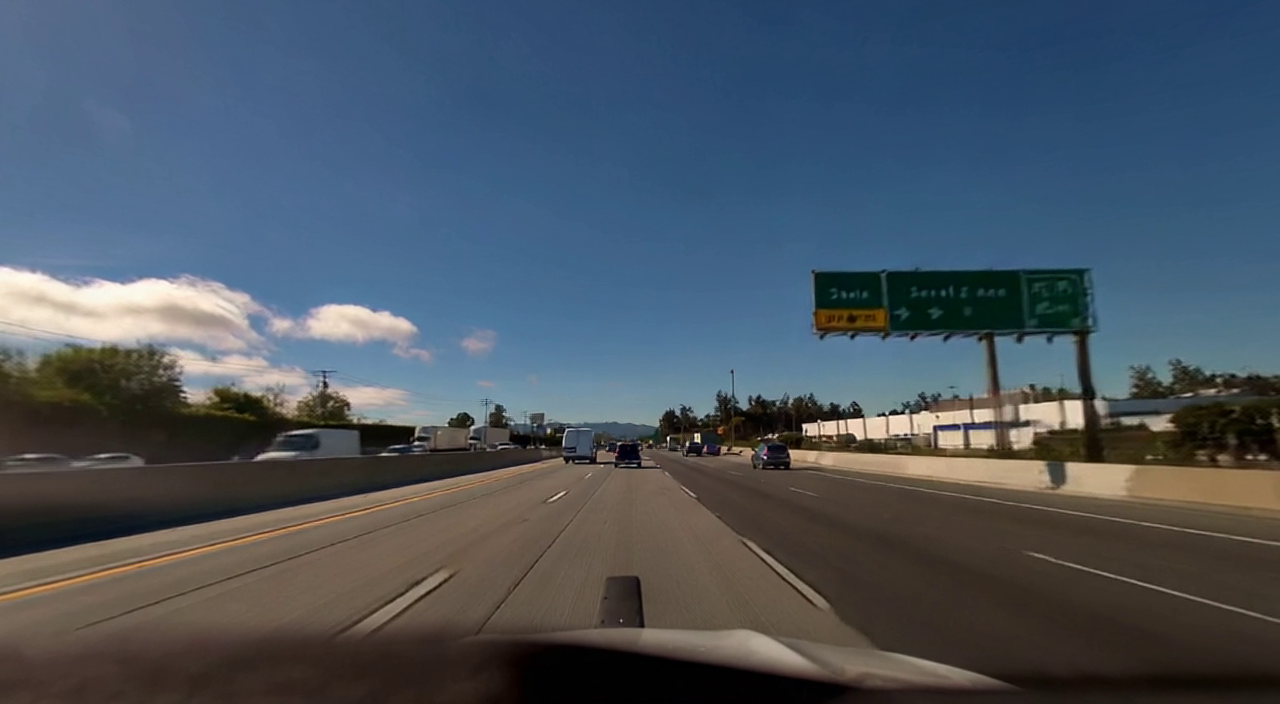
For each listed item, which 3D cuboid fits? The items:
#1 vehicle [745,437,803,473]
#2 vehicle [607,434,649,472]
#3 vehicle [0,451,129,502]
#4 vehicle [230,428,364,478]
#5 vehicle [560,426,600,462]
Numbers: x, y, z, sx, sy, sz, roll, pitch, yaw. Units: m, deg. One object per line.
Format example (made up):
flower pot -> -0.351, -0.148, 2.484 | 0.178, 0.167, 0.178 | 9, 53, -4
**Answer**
vehicle -> 6.758, 5.241, 32.343 | 1.944, 1.666, 4.184 | 0, -9, -2
vehicle -> -0.564, 5.180, 32.544 | 2.002, 1.759, 4.658 | 0, -9, 0
vehicle -> -17.591, 3.711, 19.115 | 1.469, 1.355, 3.317 | 0, -9, -1
vehicle -> -14.023, 4.203, 26.393 | 2.361, 1.835, 5.770 | 0, -9, 0
vehicle -> -4.483, 7.049, 48.239 | 2.398, 2.593, 5.808 | 0, -9, 1
